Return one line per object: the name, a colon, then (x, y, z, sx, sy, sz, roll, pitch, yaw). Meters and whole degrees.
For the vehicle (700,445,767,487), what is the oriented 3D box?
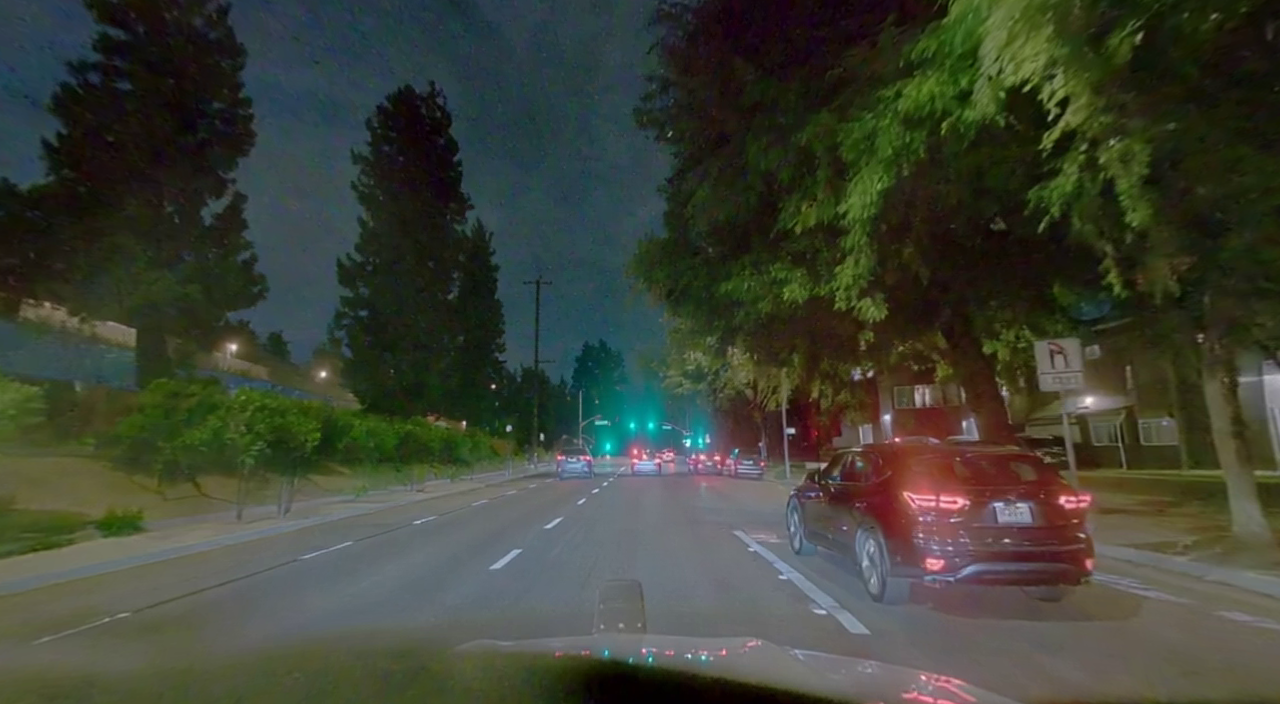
vehicle: (3.572, 4.417, 24.764, 1.943, 1.484, 4.030, 0, -8, -1)

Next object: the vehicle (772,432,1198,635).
vehicle: (3.044, 1.681, 6.970, 2.158, 1.483, 4.415, 0, -8, -1)

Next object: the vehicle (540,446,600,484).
vehicle: (-2.967, 4.891, 27.634, 2.012, 1.505, 4.205, -1, -9, 2)

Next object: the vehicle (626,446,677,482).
vehicle: (0.485, 4.914, 28.088, 2.101, 1.467, 4.210, 0, -8, 0)
